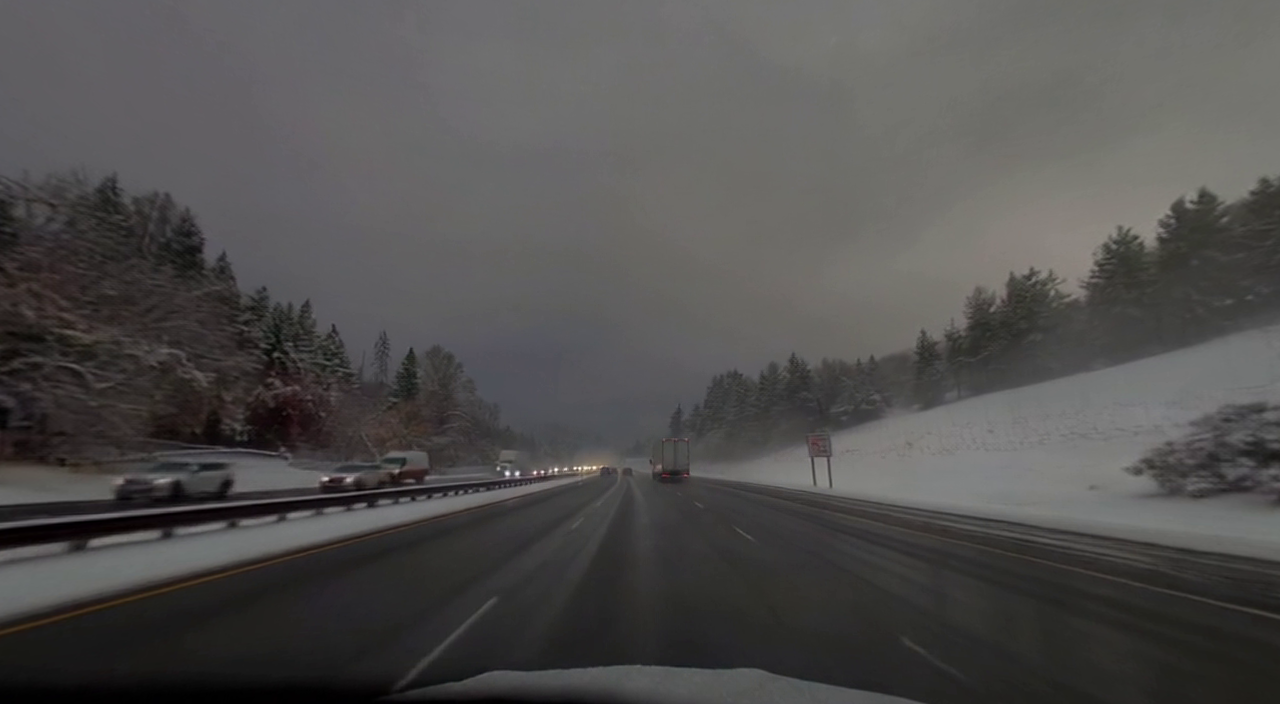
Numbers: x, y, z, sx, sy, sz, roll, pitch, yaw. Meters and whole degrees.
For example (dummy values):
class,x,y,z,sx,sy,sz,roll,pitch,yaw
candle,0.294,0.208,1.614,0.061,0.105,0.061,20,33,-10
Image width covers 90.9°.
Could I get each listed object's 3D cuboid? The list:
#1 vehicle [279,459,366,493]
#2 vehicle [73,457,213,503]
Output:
class,x,y,z,sx,sy,sz,roll,pitch,yaw
vehicle,-15.914,6.238,31.885,1.960,1.568,4.592,1,-10,0
vehicle,-19.489,5.036,25.039,1.944,1.636,4.409,1,-10,-1
